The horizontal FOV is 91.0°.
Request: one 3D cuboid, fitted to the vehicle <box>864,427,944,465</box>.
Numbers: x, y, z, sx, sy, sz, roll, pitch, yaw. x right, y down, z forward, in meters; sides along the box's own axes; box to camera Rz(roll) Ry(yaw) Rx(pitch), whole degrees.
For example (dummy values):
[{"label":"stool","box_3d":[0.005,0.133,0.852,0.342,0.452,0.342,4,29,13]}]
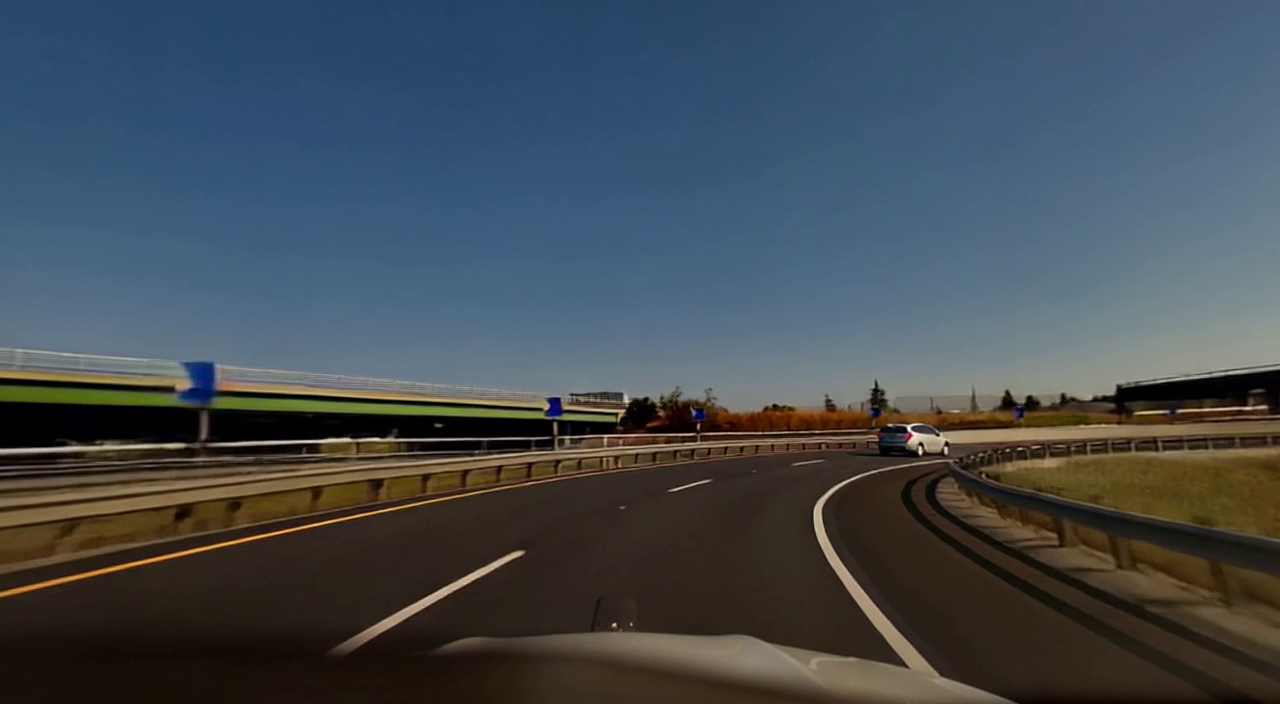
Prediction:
[{"label":"vehicle","box_3d":[11.725,4.121,27.804,2.028,1.440,3.970,-3,-8,42]}]
